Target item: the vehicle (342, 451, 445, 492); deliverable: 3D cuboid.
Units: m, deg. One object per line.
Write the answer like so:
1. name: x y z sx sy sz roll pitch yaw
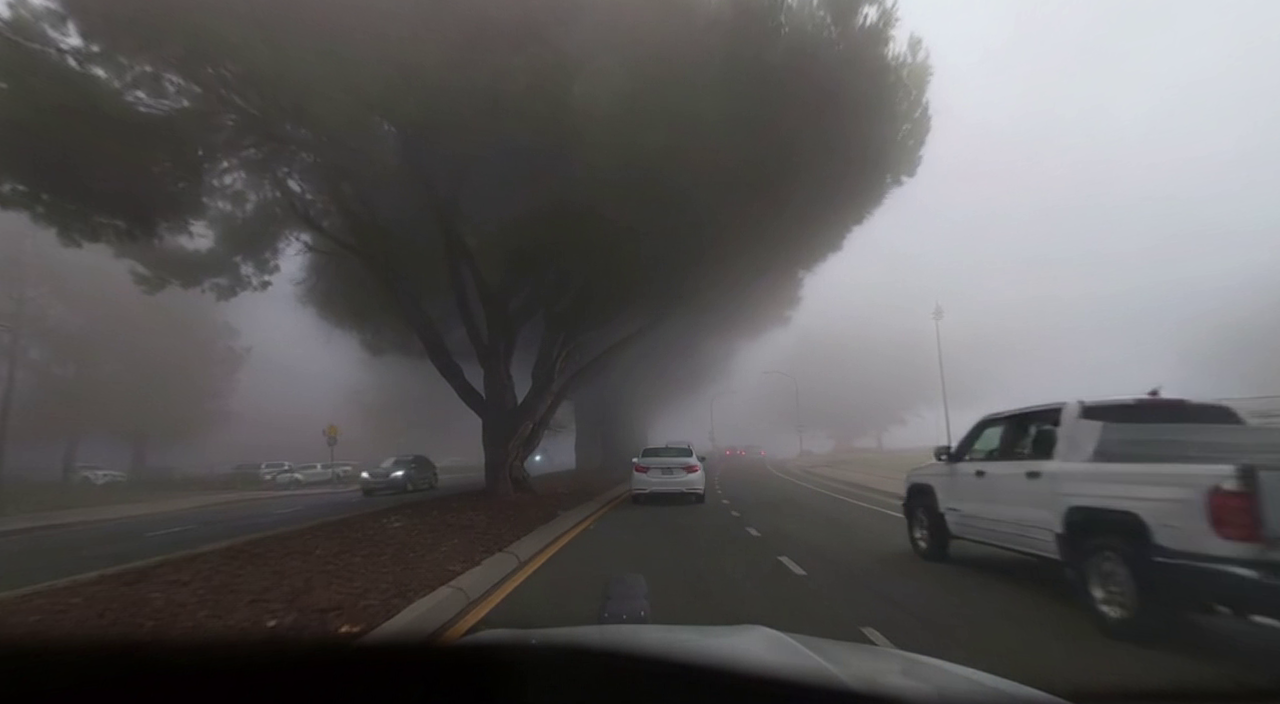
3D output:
1. vehicle: -10.128 4.934 26.434 2.027 1.511 4.711 -1 -8 6

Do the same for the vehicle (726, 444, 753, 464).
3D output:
1. vehicle: 7.828 7.987 49.585 1.984 1.507 4.359 -2 -8 9

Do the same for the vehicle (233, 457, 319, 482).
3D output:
1. vehicle: -25.600 8.284 44.400 4.951 1.618 1.952 -1 -8 6

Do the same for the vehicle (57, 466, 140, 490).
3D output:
1. vehicle: -38.537 8.982 44.937 4.279 1.561 2.022 -1 -8 7

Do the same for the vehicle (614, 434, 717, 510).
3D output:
1. vehicle: 0.694 2.820 15.321 2.154 1.585 3.997 -1 -8 5

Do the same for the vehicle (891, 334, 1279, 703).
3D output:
1. vehicle: 4.104 1.125 5.143 1.953 1.818 5.299 0 -8 0
